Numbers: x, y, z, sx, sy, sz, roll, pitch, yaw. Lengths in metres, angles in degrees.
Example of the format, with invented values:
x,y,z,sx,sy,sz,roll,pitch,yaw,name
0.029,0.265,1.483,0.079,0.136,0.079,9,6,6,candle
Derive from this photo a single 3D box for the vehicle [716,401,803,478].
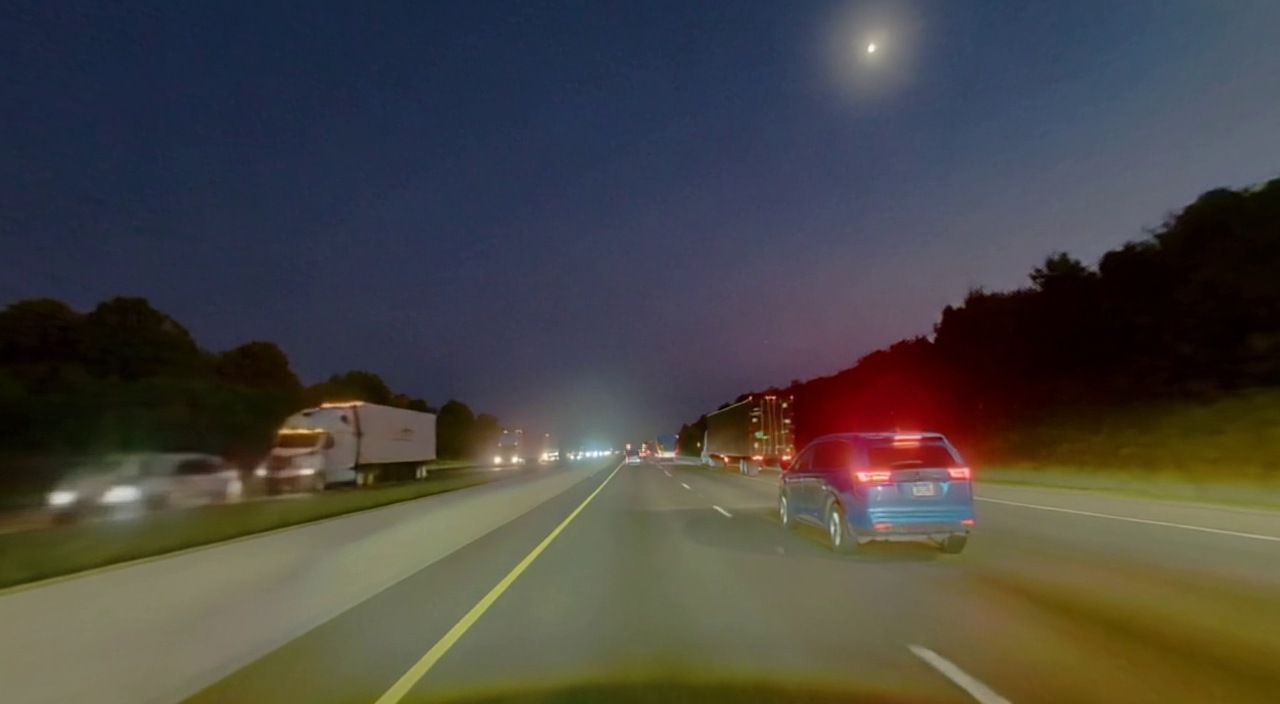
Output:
x,y,z,sx,sy,sz,roll,pitch,yaw,name
7.238,5.736,40.752,2.882,4.109,13.567,0,-9,0,vehicle

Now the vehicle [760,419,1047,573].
x,y,z,sx,sy,sz,roll,pitch,yaw,name
3.329,1.932,9.247,2.130,1.658,4.537,0,-9,-1,vehicle

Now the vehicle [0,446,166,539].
x,y,z,sx,sy,sz,roll,pitch,yaw,name
-11.107,2.415,11.208,1.879,1.456,4.460,0,-9,0,vehicle

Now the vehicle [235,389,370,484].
x,y,z,sx,sy,sz,roll,pitch,yaw,name
-15.600,4.027,29.772,2.982,4.014,5.899,0,-9,-1,vehicle
